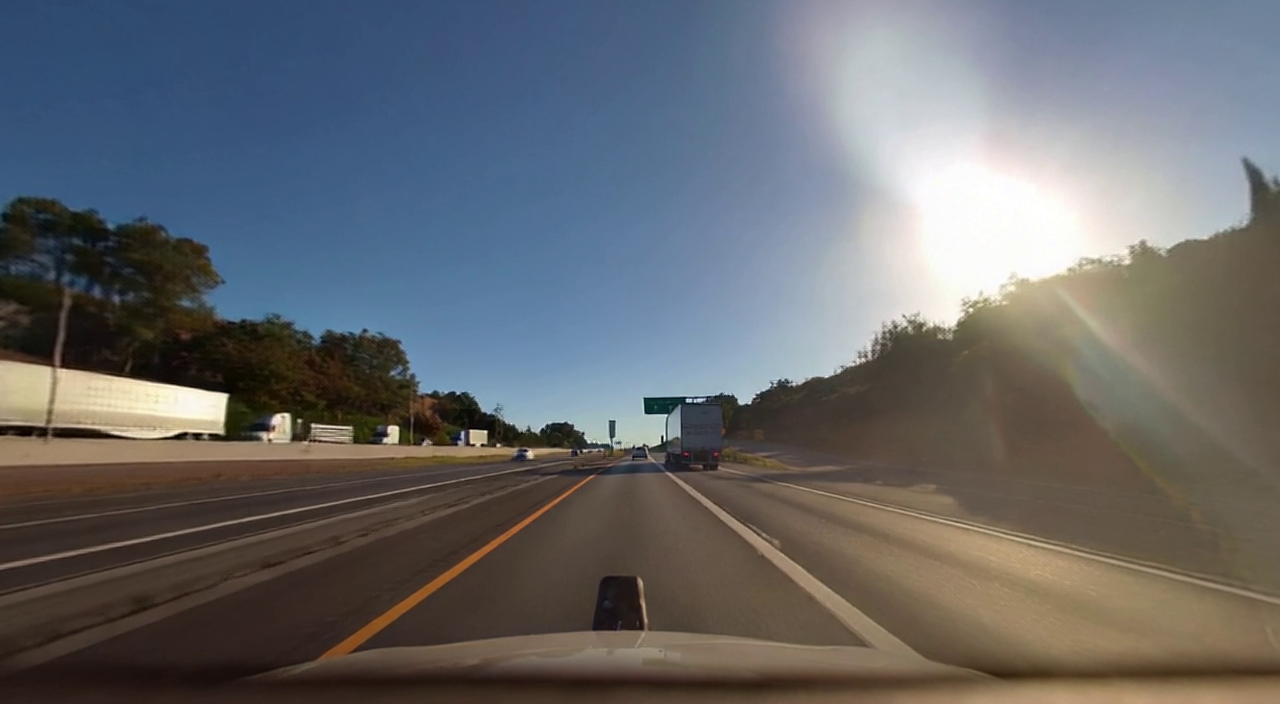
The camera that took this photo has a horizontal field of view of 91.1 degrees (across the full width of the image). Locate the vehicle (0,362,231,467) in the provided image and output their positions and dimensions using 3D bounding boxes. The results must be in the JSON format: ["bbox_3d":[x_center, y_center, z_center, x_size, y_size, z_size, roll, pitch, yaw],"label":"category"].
[{"bbox_3d":[-26.453,3.496,31.307,2.964,4.069,13.685,0,-9,0],"label":"vehicle"}]

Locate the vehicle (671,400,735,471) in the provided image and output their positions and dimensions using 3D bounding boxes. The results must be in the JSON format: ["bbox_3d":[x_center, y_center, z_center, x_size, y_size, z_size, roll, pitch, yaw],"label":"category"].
[{"bbox_3d":[3.981,5.850,43.221,3.185,4.154,12.638,0,-9,0],"label":"vehicle"}]

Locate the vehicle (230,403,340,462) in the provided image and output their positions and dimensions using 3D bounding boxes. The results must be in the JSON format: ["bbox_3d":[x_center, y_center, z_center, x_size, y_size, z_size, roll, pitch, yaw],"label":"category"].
[{"bbox_3d":[-26.221,6.187,47.232,2.933,3.877,9.896,0,-9,-3],"label":"vehicle"}]
